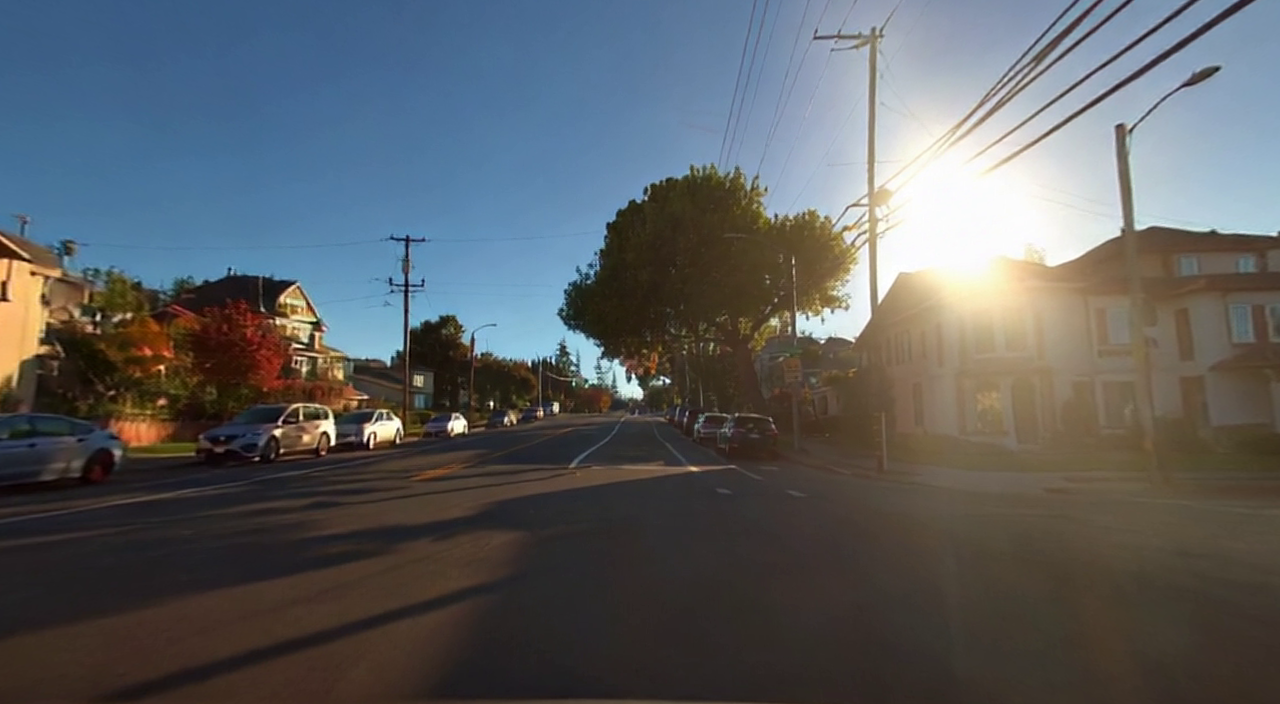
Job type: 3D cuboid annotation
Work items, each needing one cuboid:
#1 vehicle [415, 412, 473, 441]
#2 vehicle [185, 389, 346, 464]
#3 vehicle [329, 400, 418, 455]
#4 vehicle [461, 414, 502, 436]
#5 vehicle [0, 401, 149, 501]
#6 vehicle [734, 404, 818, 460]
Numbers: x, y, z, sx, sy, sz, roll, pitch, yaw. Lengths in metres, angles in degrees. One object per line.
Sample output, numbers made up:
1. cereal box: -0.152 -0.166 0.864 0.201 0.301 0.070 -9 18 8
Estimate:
1. vehicle: -11.074 4.263 36.014 2.051 1.520 4.374 0 -7 -2
2. vehicle: -11.100 2.273 19.265 2.056 1.980 4.763 0 -7 -1
3. vehicle: -11.307 3.137 27.111 1.926 1.998 4.447 -4 -4 -1
4. vehicle: -11.326 5.258 45.394 1.903 1.535 4.342 0 -7 -1
5. vehicle: -11.003 1.609 10.417 2.082 1.540 4.654 0 -7 0
6. vehicle: 4.419 2.667 21.179 1.867 1.680 4.176 0 -7 0
